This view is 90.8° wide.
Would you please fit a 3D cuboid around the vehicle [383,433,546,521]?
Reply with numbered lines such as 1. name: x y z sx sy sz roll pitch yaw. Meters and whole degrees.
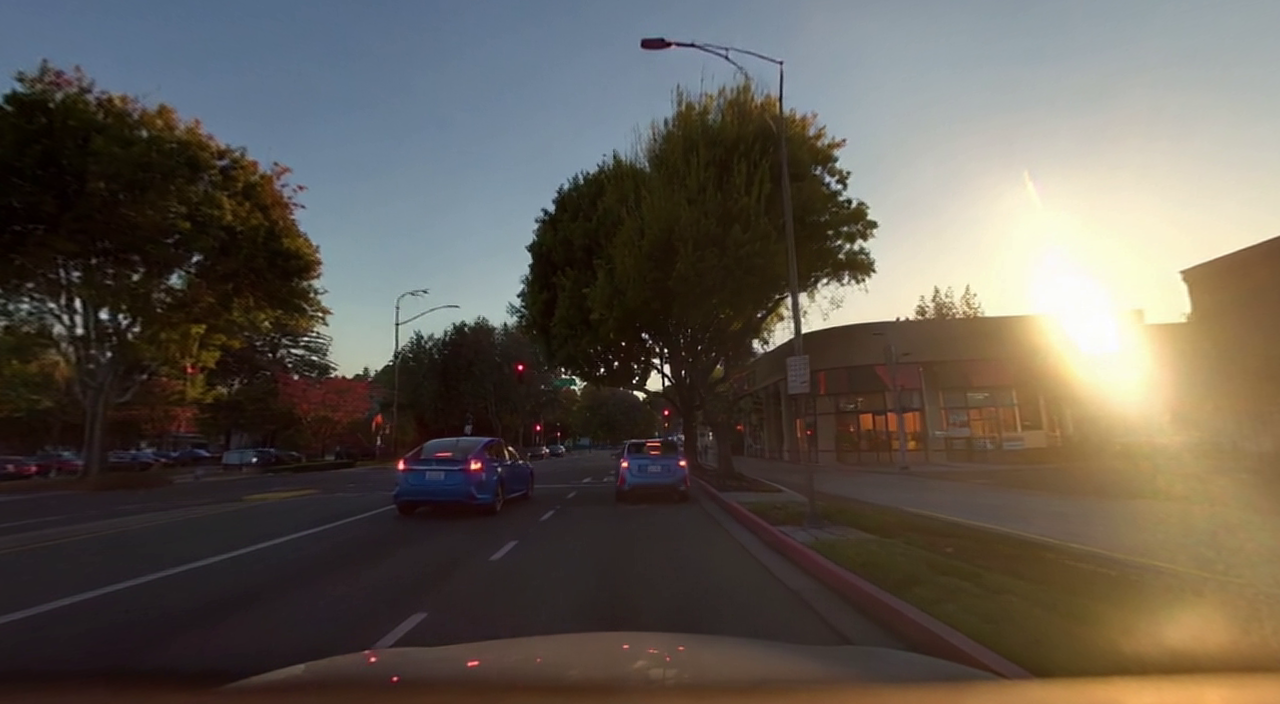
1. vehicle: -3.296 2.437 12.918 2.032 1.467 4.411 0 -8 0

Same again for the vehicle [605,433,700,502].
1. vehicle: 0.254 2.807 15.748 2.059 1.456 4.047 0 -8 0
